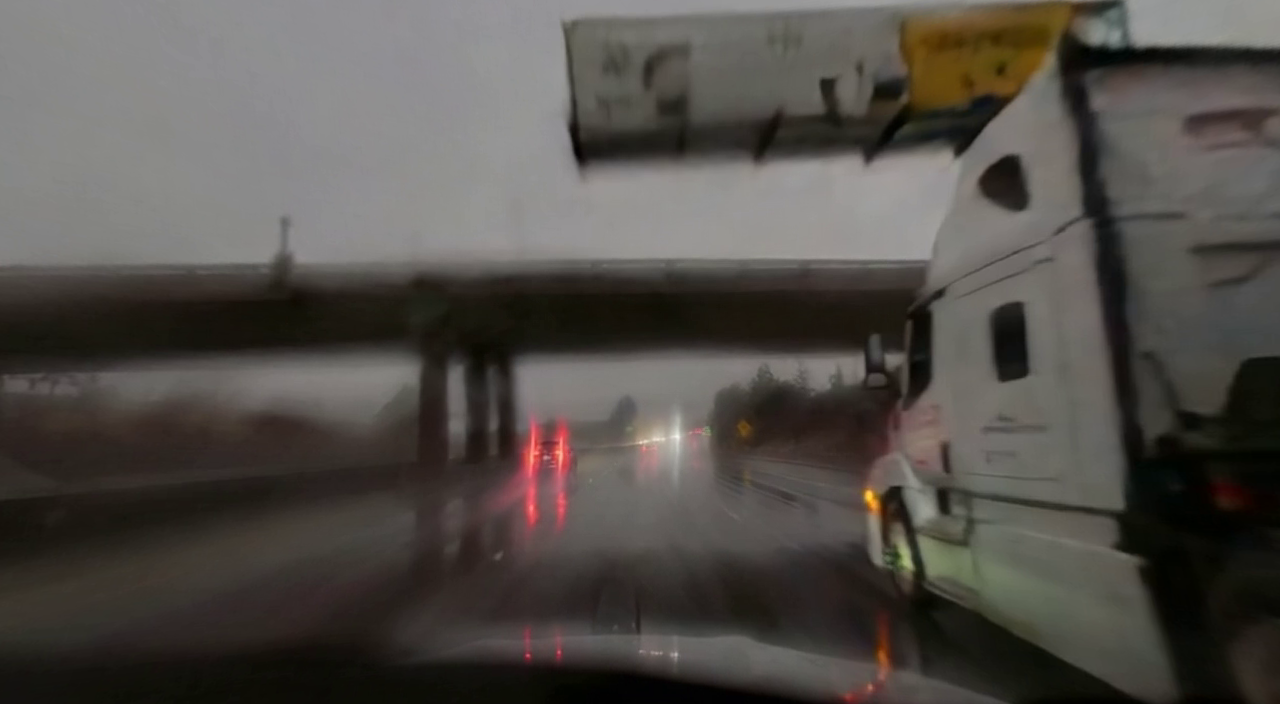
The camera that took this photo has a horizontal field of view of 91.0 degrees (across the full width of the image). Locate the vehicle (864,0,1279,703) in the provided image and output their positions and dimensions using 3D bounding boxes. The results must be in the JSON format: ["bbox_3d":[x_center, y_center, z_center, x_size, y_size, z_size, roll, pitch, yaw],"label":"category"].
[{"bbox_3d":[3.716,0.033,3.778,3.188,3.556,3.732,0,-8,-1],"label":"vehicle"}]

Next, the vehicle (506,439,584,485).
[{"bbox_3d":[-3.486,4.135,24.046,2.276,1.551,4.484,0,-8,1],"label":"vehicle"}]
